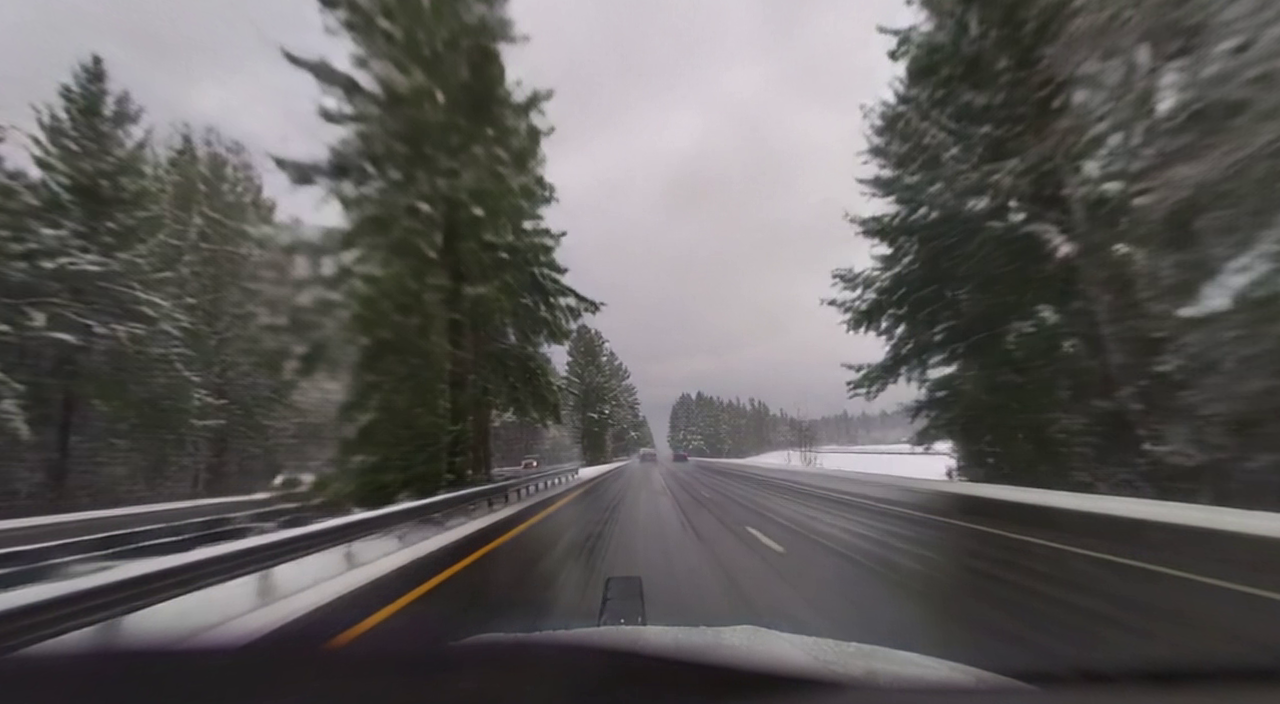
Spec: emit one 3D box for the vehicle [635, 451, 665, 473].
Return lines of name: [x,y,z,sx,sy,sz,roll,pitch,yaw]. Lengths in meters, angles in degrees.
vehicle: [0.696,8.067,46.450,2.162,1.492,3.975,0,-9,0]

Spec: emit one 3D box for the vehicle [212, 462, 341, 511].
vehicle: [-12.692,4.681,22.426,1.850,1.467,4.538,0,-9,1]
